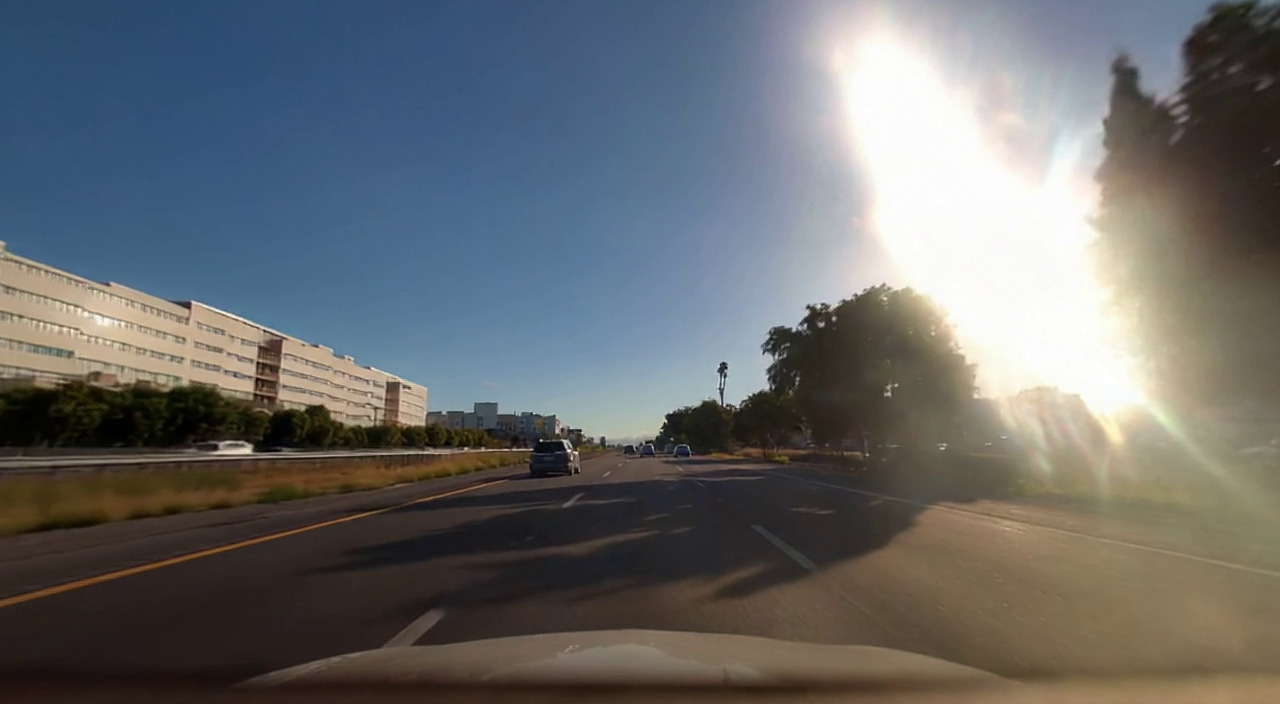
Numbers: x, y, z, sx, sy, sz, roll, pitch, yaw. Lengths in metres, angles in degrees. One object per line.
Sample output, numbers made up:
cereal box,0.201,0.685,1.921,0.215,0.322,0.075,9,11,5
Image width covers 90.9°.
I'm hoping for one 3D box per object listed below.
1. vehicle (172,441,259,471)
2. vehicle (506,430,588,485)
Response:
vehicle,-27.868,6.835,41.621,2.075,1.834,5.135,0,-9,0
vehicle,-3.401,4.003,24.163,2.218,1.850,4.774,0,-9,2
